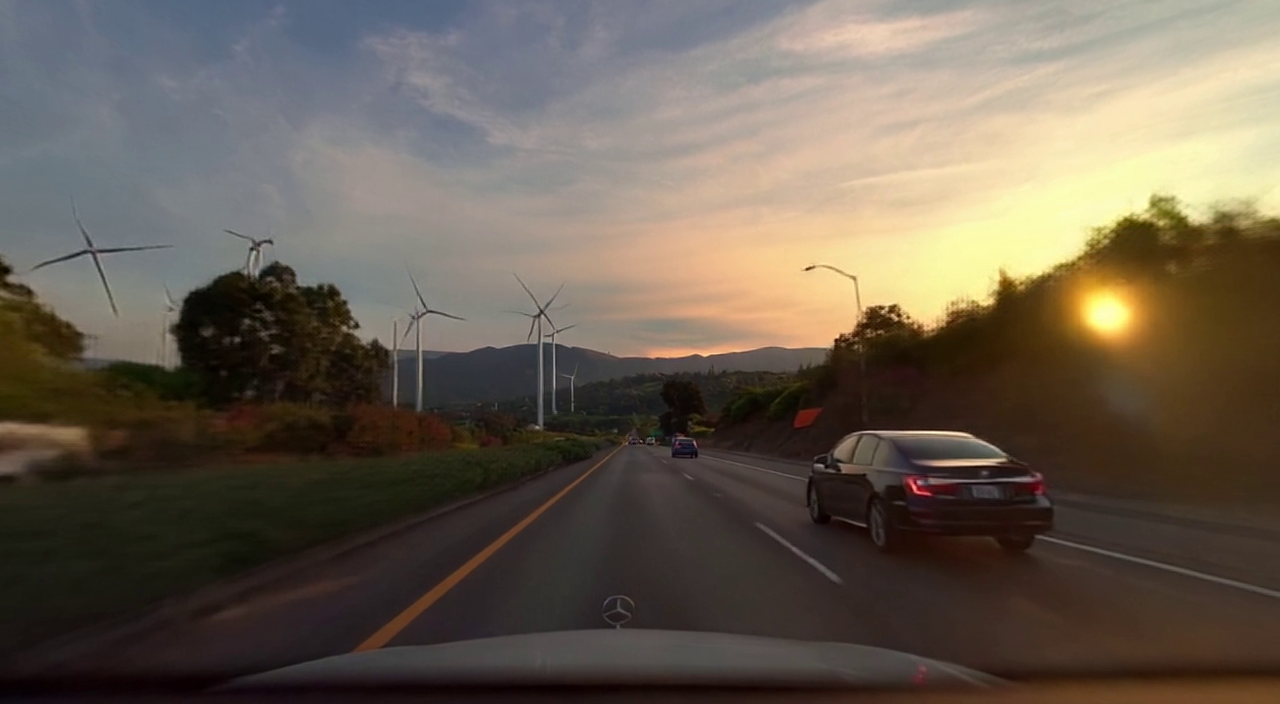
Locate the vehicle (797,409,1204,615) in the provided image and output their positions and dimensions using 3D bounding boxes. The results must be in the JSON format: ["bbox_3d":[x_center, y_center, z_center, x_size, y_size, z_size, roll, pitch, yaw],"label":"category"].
[{"bbox_3d":[3.439,1.572,7.250,2.038,1.624,4.312,0,-8,-1],"label":"vehicle"}]

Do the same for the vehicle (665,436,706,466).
[{"bbox_3d":[2.691,5.972,38.282,2.066,1.661,4.500,0,-8,-2],"label":"vehicle"}]
